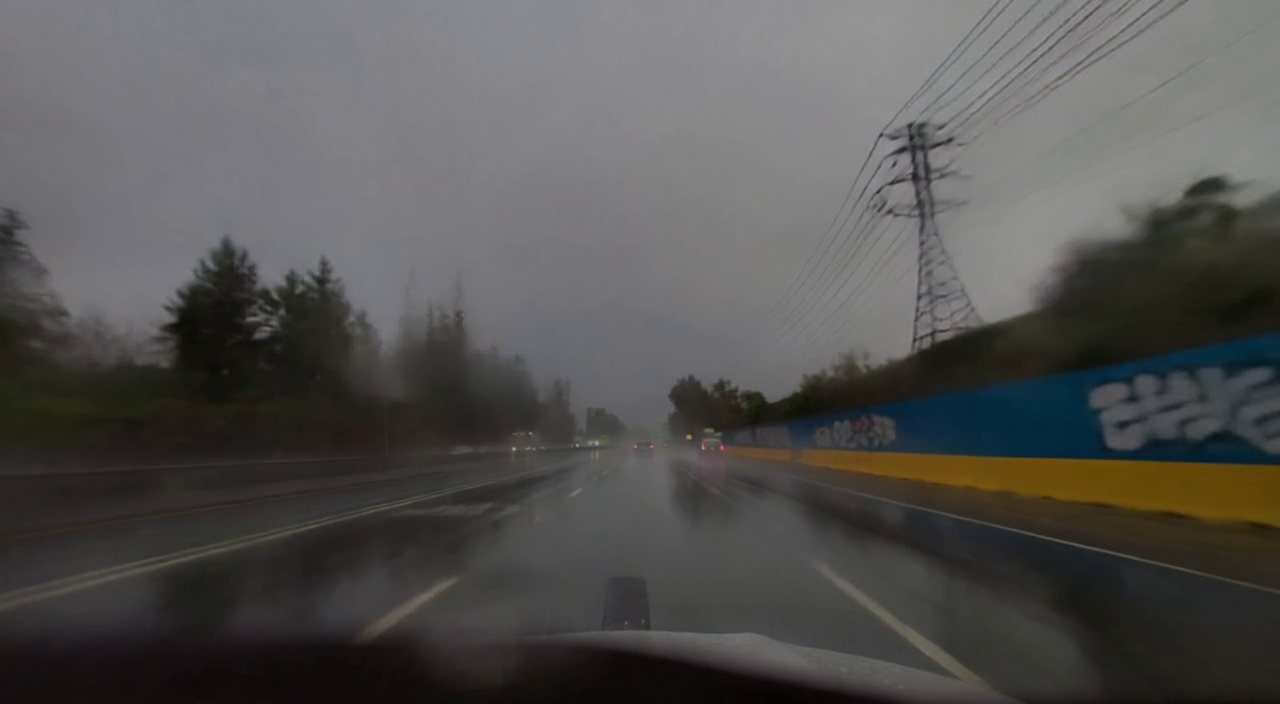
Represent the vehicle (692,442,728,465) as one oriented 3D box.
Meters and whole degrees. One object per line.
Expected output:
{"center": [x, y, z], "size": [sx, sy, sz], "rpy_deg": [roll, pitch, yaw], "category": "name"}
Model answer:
{"center": [4.778, 6.963, 43.474], "size": [1.991, 1.494, 3.951], "rpy_deg": [0, -8, 0], "category": "vehicle"}
